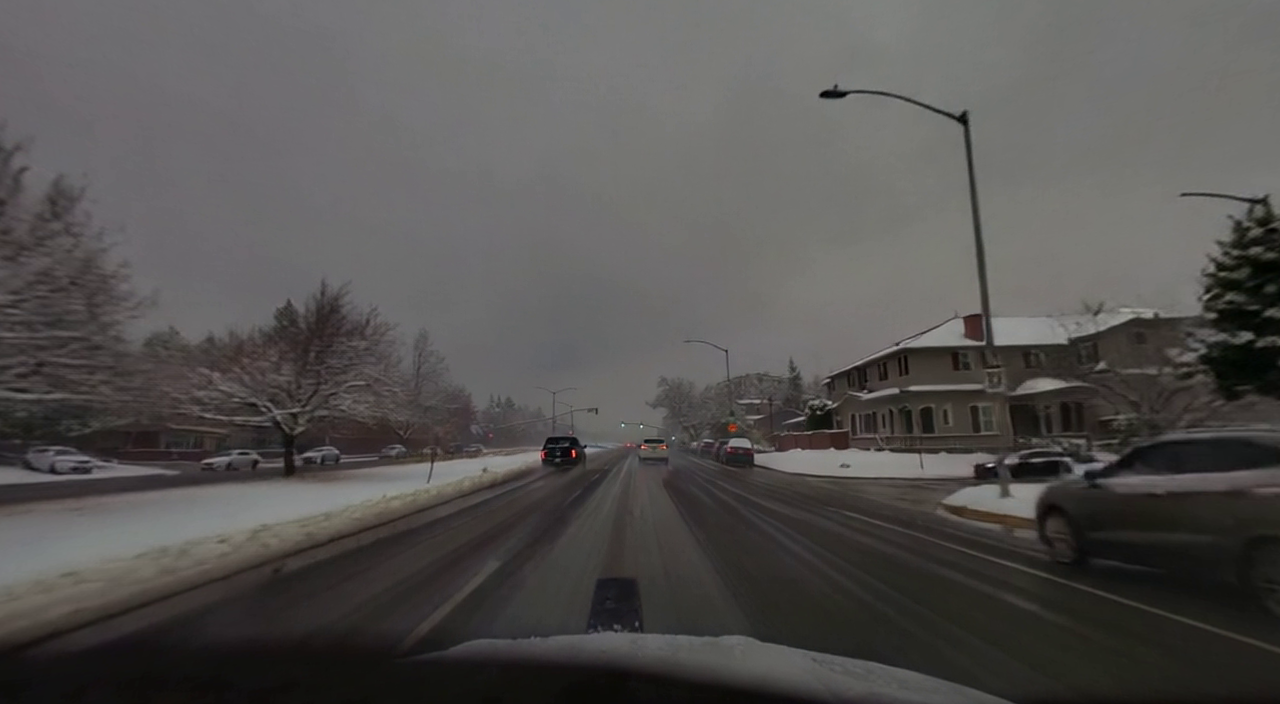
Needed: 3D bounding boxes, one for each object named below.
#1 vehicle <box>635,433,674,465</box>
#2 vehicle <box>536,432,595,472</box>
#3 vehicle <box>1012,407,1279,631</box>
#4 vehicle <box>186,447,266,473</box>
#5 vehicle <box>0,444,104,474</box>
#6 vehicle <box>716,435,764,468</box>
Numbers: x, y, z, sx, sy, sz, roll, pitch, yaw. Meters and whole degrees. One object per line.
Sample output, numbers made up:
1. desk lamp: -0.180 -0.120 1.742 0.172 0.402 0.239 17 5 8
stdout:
1. vehicle: 0.838 6.073 39.737 2.273 1.851 5.075 0 -8 -1
2. vehicle: -3.449 4.740 30.070 2.233 1.775 4.491 0 -8 0
3. vehicle: 5.965 1.431 5.834 2.032 1.713 4.932 0 -9 0
4. vehicle: -25.467 6.641 39.089 1.839 1.463 4.705 0 -8 -1
5. vehicle: -30.956 5.580 33.099 4.068 1.522 1.726 0 -9 -1
6. vehicle: 5.988 6.037 38.408 2.154 1.824 4.782 0 -8 0
